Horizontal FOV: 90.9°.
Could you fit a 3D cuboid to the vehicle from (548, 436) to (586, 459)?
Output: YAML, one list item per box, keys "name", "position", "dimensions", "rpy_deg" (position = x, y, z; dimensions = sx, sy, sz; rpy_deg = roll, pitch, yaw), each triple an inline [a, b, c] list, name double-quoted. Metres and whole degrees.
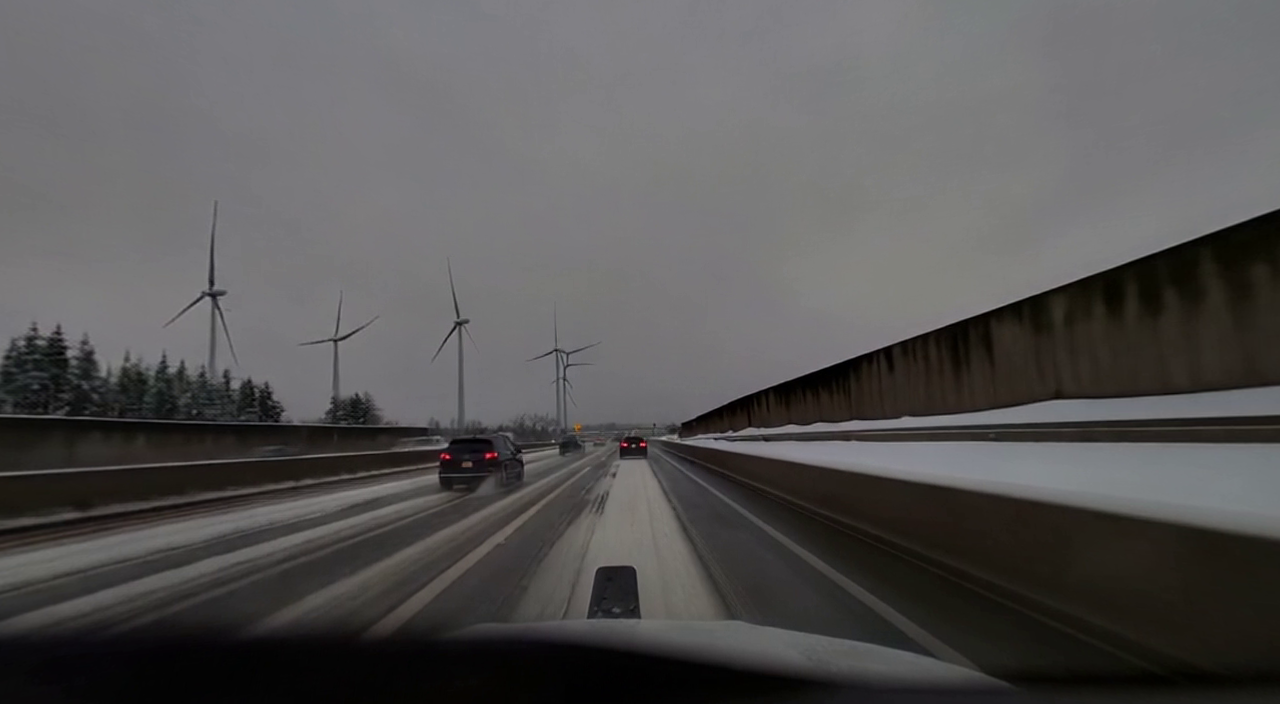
- name: "vehicle"
  position: [-4.706, 6.177, 40.892]
  dimensions: [2.059, 1.436, 3.802]
  rpy_deg: [0, -8, -1]

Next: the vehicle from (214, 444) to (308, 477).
- name: "vehicle"
  position: [-17.911, 5.111, 29.994]
  dimensions: [2.016, 1.400, 3.994]
  rpy_deg: [0, -8, -1]

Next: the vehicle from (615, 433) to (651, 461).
- name: "vehicle"
  position: [-0.444, 5.516, 36.811]
  dimensions: [2.027, 1.550, 3.607]
  rpy_deg: [0, -8, -2]

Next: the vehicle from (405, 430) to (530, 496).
- name: "vehicle"
  position: [-4.324, 2.841, 16.686]
  dimensions: [1.998, 1.468, 4.635]
  rpy_deg: [0, -8, 0]
